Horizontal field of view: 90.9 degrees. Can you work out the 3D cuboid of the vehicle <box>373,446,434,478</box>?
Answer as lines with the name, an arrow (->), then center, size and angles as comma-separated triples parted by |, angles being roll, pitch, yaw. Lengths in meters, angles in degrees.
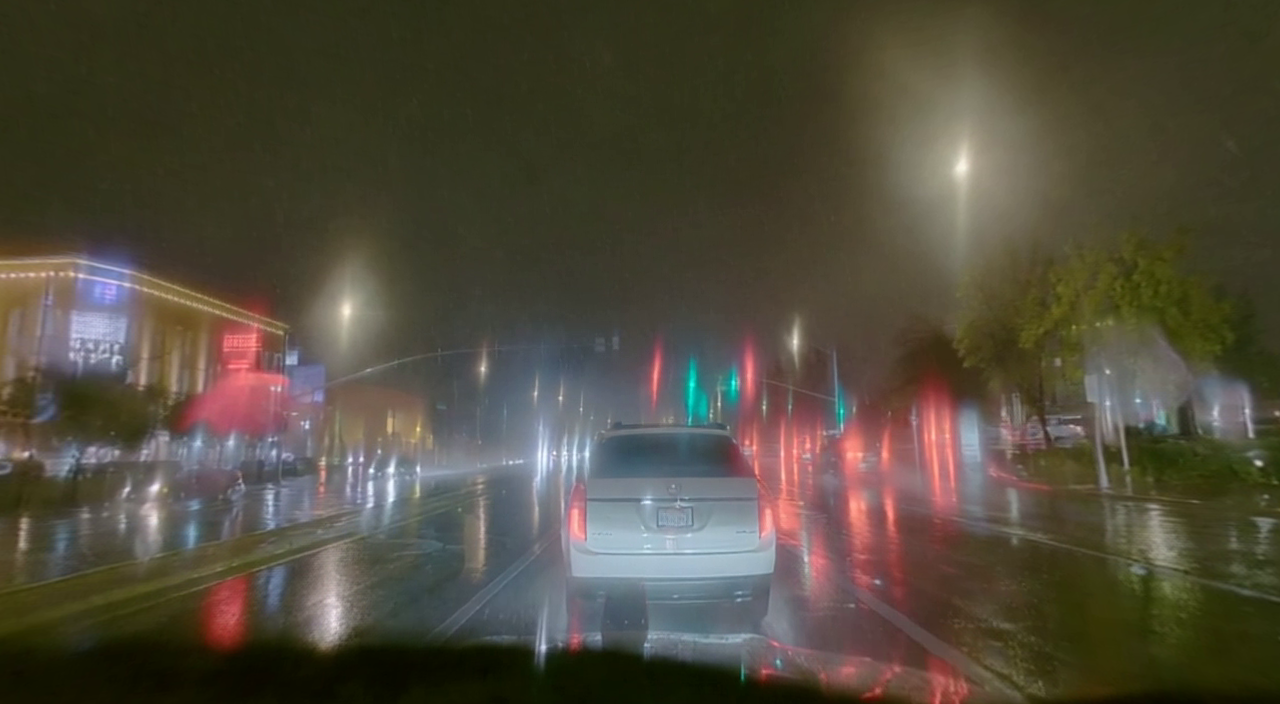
vehicle -> -13.361, 6.228, 35.915 | 1.965, 1.695, 4.284 | 0, -8, -2

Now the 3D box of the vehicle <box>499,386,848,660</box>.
vehicle -> 0.206, 1.332, 5.878 | 2.125, 1.669, 3.880 | 0, -8, 0

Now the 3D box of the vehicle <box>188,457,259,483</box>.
vehicle -> -27.879, 7.876, 42.380 | 1.861, 1.578, 4.152 | 0, -8, 1

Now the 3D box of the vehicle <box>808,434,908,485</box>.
vehicle -> 7.146, 3.557, 21.192 | 1.900, 1.507, 4.151 | 0, -8, 1

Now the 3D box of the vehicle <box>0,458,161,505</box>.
vehicle -> -22.516, 5.155, 25.439 | 4.608, 1.659, 1.981 | 4, -9, -24
